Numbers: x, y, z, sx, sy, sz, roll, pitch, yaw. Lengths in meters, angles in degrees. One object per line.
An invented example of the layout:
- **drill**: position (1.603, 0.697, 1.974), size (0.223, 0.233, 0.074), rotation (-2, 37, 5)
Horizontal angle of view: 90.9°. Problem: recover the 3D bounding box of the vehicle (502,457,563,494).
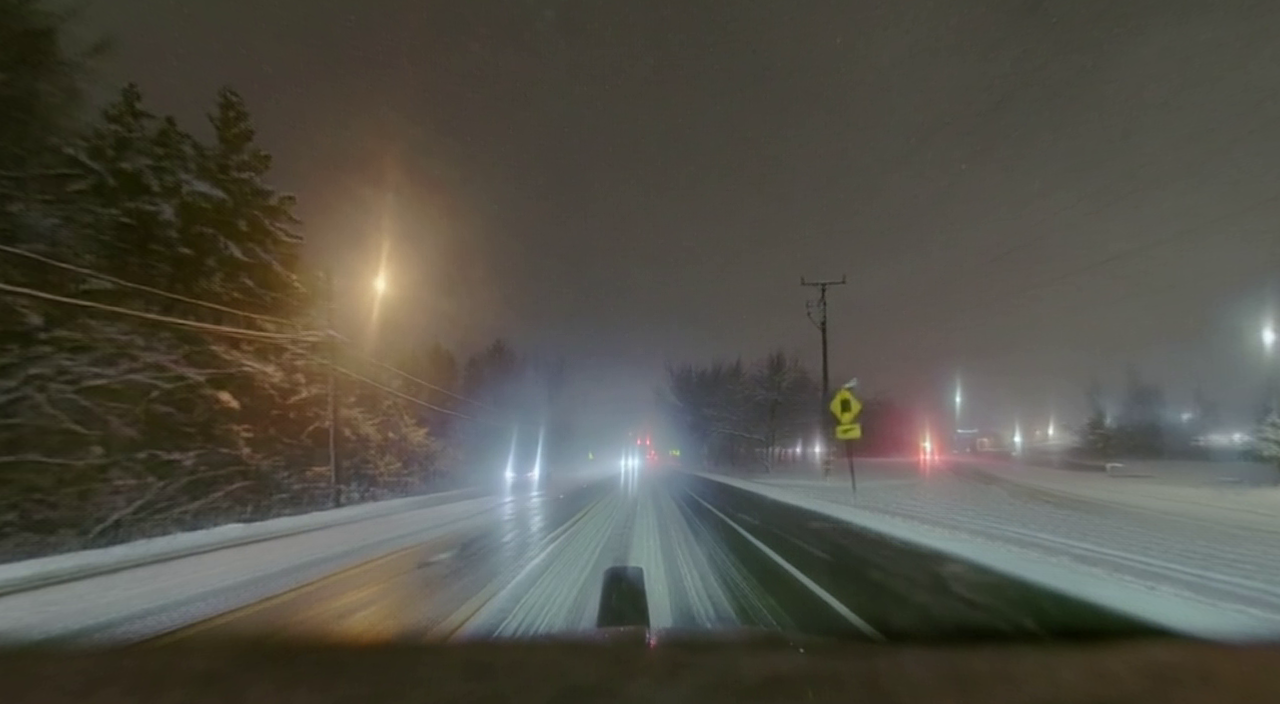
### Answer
- **vehicle**: position (-4.965, 5.745, 29.664), size (2.000, 1.546, 4.342), rotation (0, -9, 2)
